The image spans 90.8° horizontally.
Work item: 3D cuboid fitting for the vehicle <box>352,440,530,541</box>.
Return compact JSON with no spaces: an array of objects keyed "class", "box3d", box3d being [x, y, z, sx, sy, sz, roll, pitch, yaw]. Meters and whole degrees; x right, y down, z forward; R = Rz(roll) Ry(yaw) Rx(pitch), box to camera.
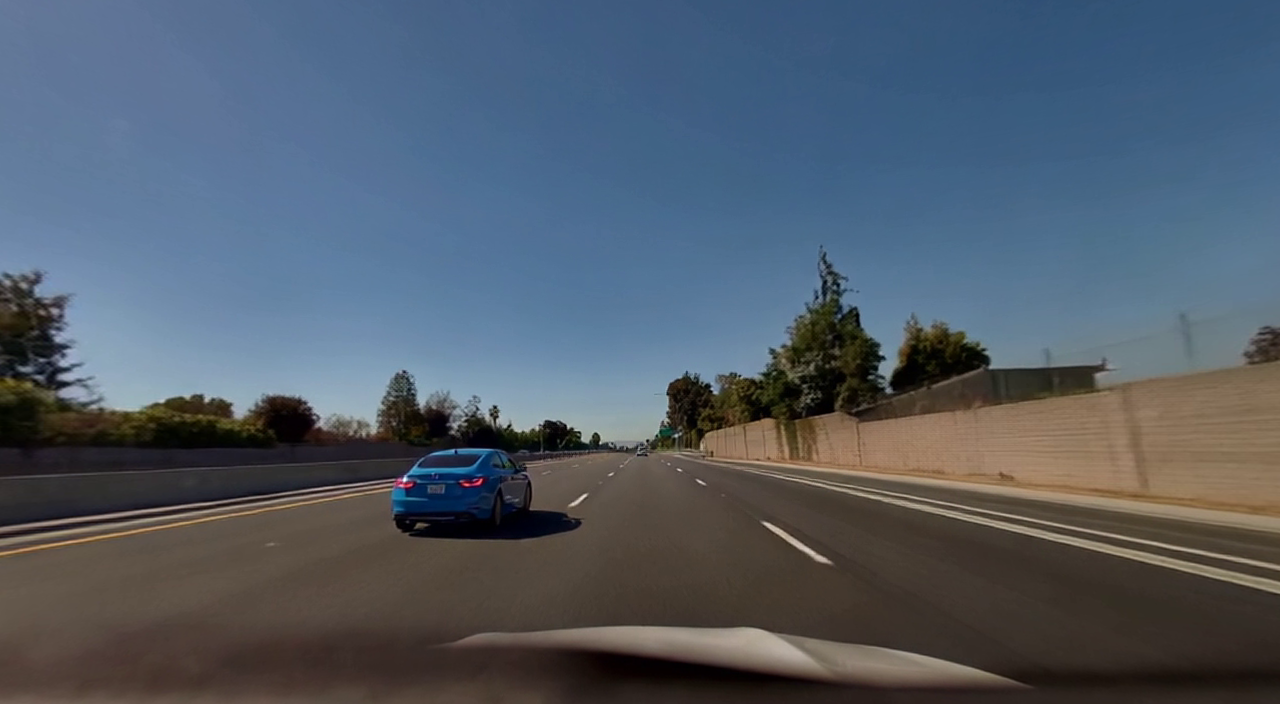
[{"class":"vehicle","box3d":[-3.311,2.357,11.360,1.935,1.479,3.787,0,-9,0]}]
